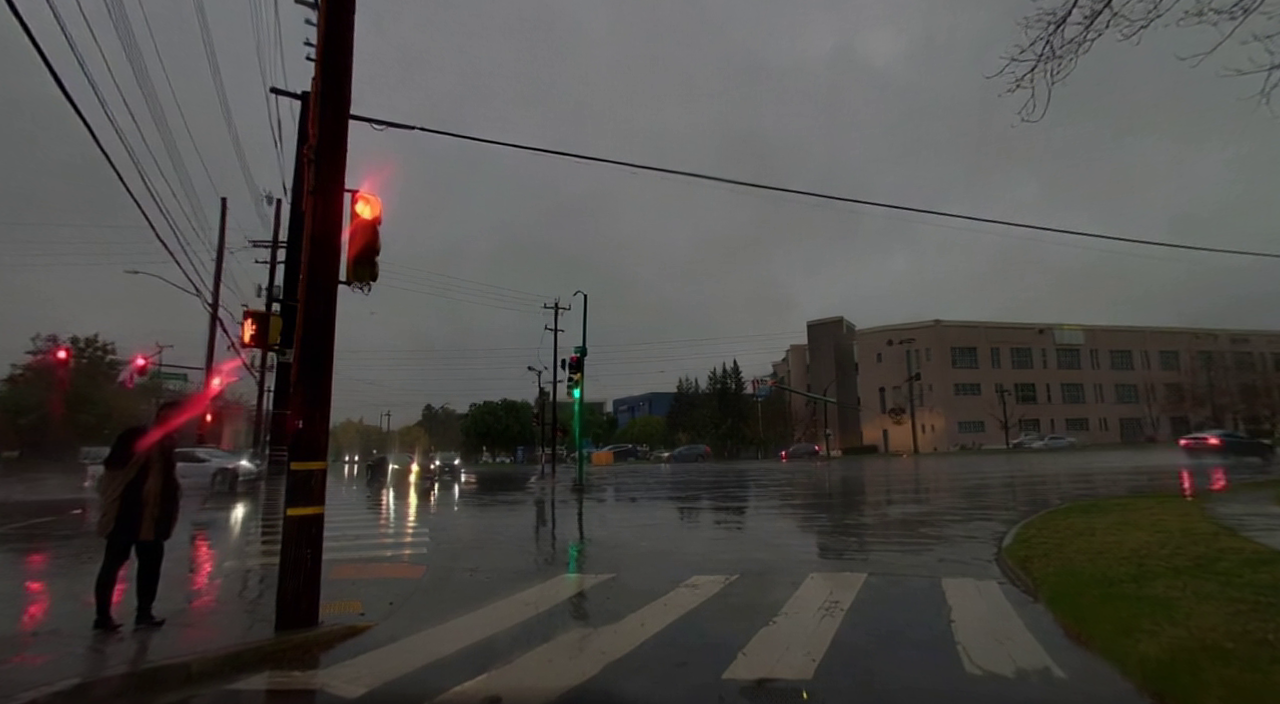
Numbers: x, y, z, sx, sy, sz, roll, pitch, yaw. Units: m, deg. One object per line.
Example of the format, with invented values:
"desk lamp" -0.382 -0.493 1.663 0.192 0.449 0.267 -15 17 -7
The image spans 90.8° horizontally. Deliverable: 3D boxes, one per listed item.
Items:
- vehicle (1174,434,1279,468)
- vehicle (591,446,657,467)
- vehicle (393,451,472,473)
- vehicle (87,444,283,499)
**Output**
"vehicle" 27.728 4.620 29.539 4.700 1.479 2.095 3 -9 -22
"vehicle" -1.150 7.546 45.824 4.391 1.451 1.717 4 -9 -25
"vehicle" -14.102 7.440 43.001 4.837 1.407 1.818 4 -9 -26
"vehicle" -13.254 3.435 18.494 4.799 1.438 1.899 -2 -9 14
